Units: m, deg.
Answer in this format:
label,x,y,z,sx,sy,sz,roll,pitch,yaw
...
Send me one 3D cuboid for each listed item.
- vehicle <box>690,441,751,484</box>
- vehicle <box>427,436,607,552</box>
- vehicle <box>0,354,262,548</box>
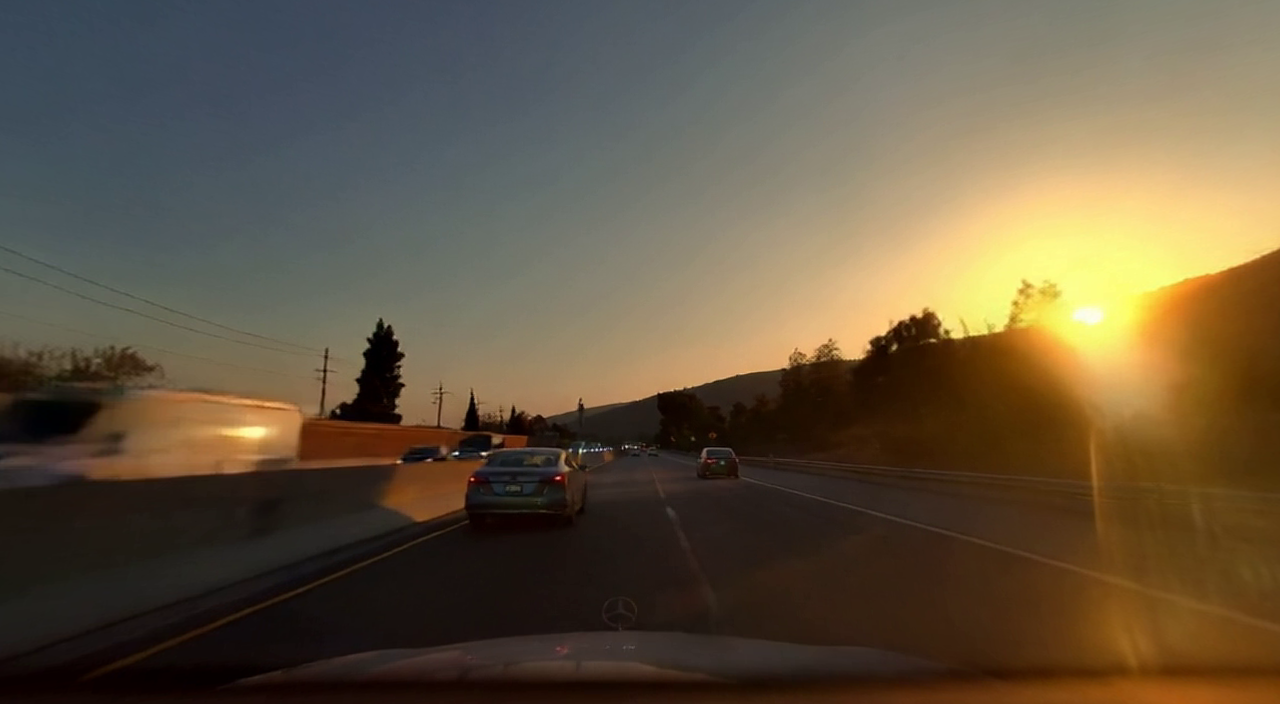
label,x,y,z,sx,sy,sz,roll,pitch,yaw
vehicle,3.057,4.292,24.573,1.910,1.554,3.718,0,-9,0
vehicle,-1.704,2.170,10.260,2.013,1.479,4.169,-1,-9,1
vehicle,-10.013,1.733,11.002,2.353,2.659,6.887,0,-9,1
